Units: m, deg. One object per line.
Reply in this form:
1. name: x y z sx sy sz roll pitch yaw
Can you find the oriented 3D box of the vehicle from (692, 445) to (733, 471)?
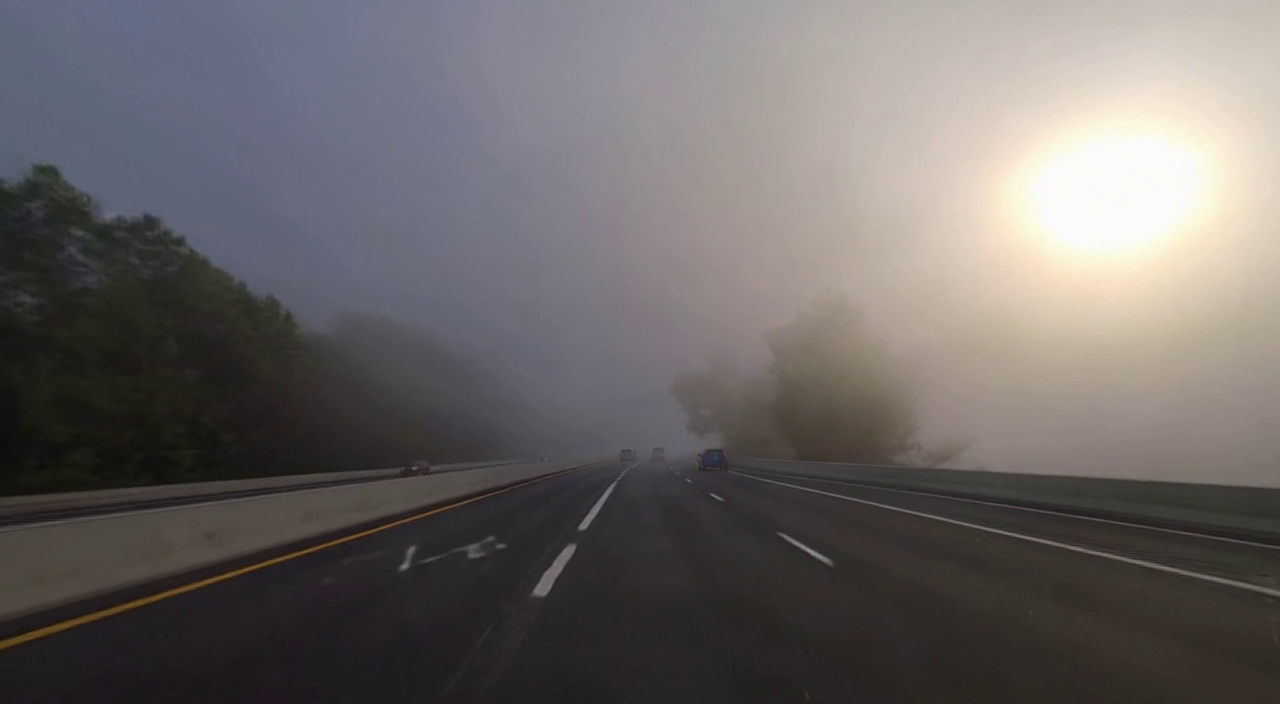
1. vehicle: 4.726 6.989 41.585 2.175 1.574 3.943 0 -9 0
